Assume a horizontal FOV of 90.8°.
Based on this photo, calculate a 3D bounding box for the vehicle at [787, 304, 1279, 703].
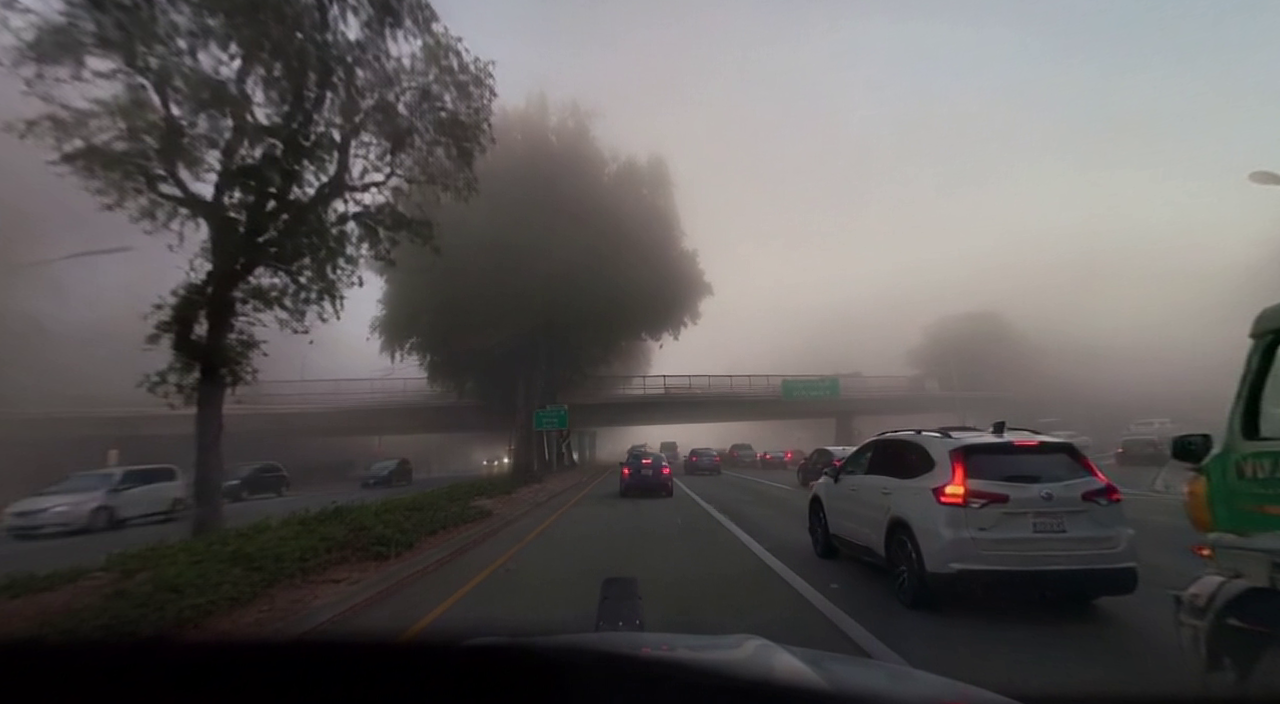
[{"bbox_3d":[3.426,1.212,5.799,2.719,2.033,5.876,0,-9,0],"label":"vehicle"}]

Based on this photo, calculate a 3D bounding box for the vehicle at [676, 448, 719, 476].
[{"bbox_3d":[3.126,6.073,35.153,1.962,1.431,4.205,0,-9,-1],"label":"vehicle"}]

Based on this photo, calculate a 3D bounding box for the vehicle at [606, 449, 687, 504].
[{"bbox_3d":[0.146,3.425,17.817,2.027,1.341,3.775,0,-9,0],"label":"vehicle"}]

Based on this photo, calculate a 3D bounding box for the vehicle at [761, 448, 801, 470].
[{"bbox_3d":[9.864,7.486,44.407,1.839,1.453,3.992,0,-9,-1],"label":"vehicle"}]

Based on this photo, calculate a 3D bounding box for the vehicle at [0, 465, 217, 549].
[{"bbox_3d":[-12.178,3.368,14.362,1.927,1.439,4.537,0,-9,1],"label":"vehicle"}]

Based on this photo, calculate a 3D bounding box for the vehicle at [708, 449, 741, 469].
[{"bbox_3d":[6.399,8.155,48.380,1.947,1.466,3.825,0,-9,-1],"label":"vehicle"}]

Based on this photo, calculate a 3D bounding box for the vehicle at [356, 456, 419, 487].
[{"bbox_3d":[-15.158,7.152,38.228,2.009,1.670,4.583,0,-9,-2],"label":"vehicle"}]

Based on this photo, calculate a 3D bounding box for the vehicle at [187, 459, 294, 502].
[{"bbox_3d":[-19.013,6.094,30.380,1.983,1.800,4.811,0,-9,0],"label":"vehicle"}]
